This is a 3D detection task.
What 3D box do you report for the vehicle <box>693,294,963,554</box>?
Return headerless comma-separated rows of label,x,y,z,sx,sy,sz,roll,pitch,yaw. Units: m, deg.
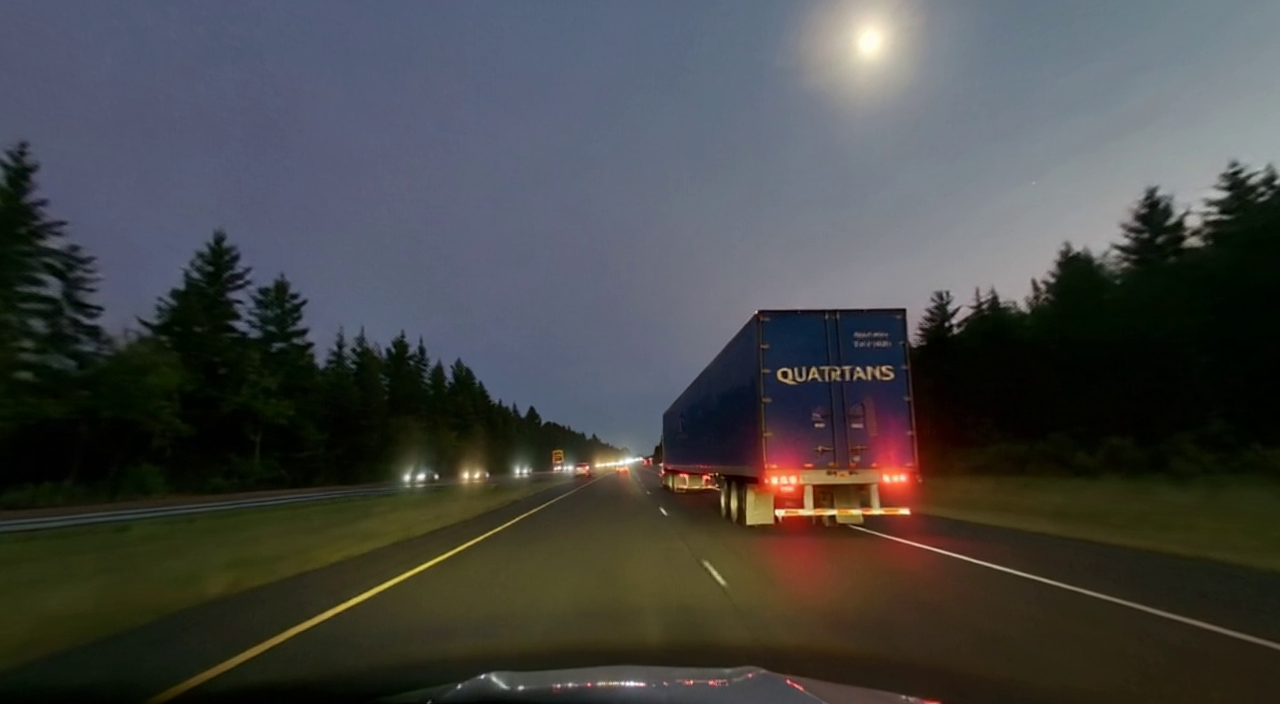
vehicle,3.331,2.037,15.148,2.871,4.032,10.642,1,-10,-2
